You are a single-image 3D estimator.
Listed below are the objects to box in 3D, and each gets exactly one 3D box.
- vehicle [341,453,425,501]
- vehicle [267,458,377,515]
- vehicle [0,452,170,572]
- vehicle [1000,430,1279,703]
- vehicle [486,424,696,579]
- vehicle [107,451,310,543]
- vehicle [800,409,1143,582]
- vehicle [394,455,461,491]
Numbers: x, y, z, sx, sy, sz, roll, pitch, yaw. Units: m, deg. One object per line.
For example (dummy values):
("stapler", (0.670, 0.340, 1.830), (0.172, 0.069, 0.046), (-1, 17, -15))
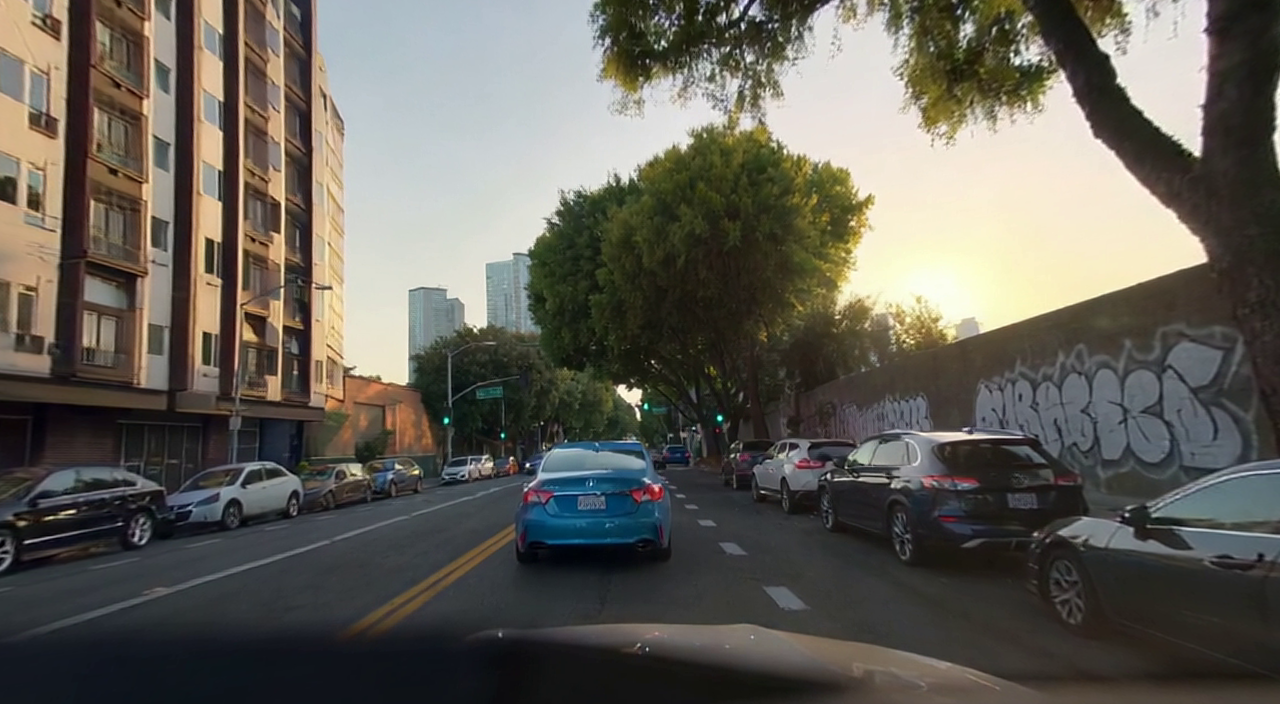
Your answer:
("vehicle", (-11.053, 5.351, 27.443), (1.822, 1.639, 4.144), (-8, -8, -1))
("vehicle", (-10.986, 4.616, 22.154), (1.741, 1.506, 4.370), (-5, -8, -3))
("vehicle", (-10.870, 2.771, 10.949), (1.988, 1.781, 4.827), (-6, -8, -3))
("vehicle", (4.209, 1.232, 3.317), (1.955, 1.535, 4.266), (3, -9, -3))
("vehicle", (-0.514, 1.870, 8.748), (2.166, 1.579, 4.300), (0, -8, 0))
("vehicle", (-10.918, 3.610, 16.480), (2.276, 1.741, 4.439), (-7, -8, -1))
("vehicle", (4.197, 1.903, 9.371), (2.097, 1.811, 5.230), (0, -8, -2))
("vehicle", (-11.114, 6.317, 33.335), (1.931, 1.499, 4.645), (-6, -8, -2))
